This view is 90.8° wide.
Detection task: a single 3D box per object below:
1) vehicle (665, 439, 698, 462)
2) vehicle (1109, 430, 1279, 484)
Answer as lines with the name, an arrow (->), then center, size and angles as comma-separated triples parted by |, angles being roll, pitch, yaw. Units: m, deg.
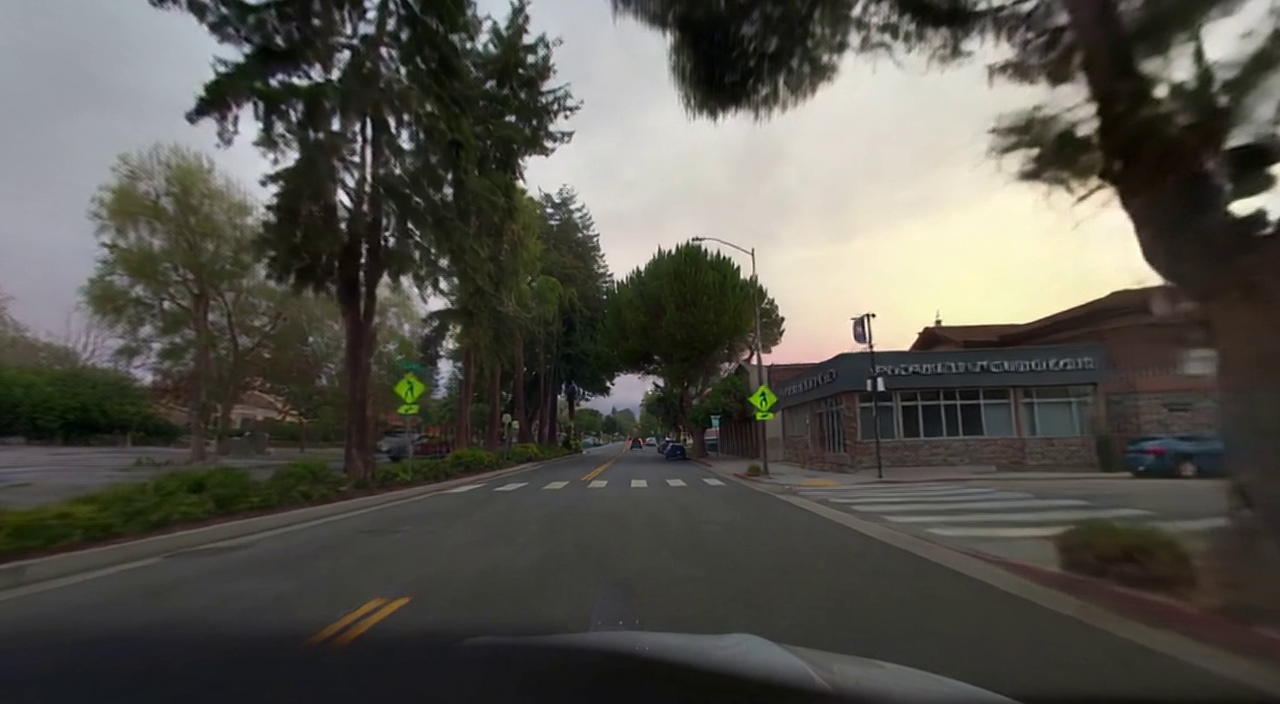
vehicle -> 2.985, 7.147, 45.916 | 2.152, 1.527, 4.010 | 0, -9, 0
vehicle -> 16.693, 2.996, 18.193 | 4.563, 1.457, 2.139 | -1, -8, 6
